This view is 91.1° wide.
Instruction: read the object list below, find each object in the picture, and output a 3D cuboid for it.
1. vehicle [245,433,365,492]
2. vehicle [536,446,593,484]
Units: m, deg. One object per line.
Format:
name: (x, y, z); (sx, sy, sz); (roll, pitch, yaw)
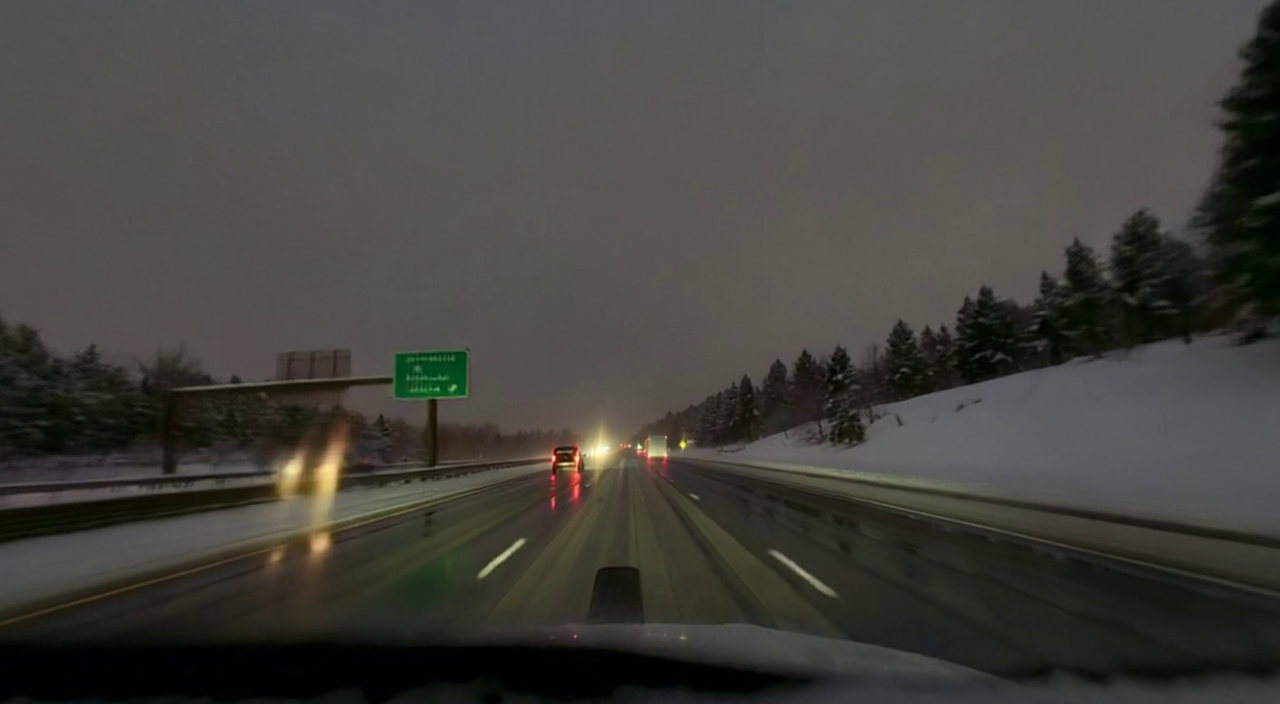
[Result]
vehicle: (-16.647, 5.531, 31.873); (2.298, 2.603, 6.957); (0, -9, 0)
vehicle: (-3.327, 5.072, 28.465); (2.100, 1.525, 4.179); (0, -9, 0)
